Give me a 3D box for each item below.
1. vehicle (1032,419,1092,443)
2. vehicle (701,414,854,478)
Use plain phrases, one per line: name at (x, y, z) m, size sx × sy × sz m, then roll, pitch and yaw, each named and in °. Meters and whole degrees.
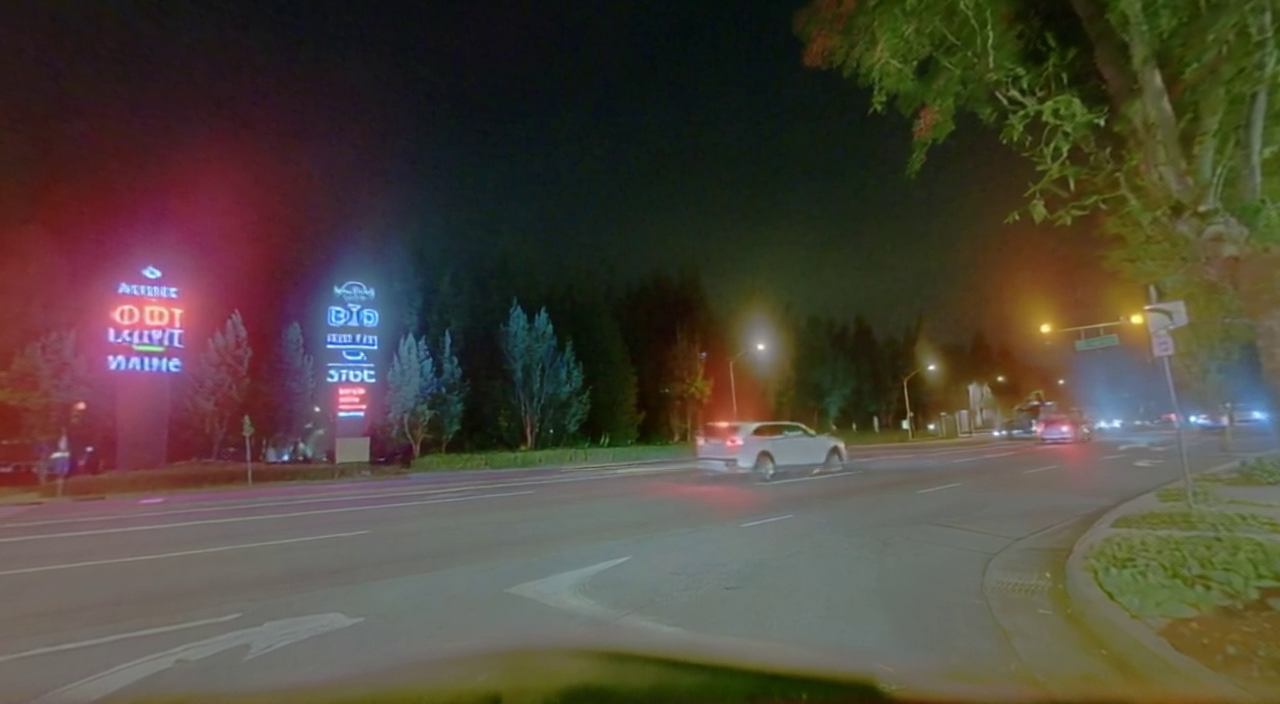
vehicle at (27.690, 5.197, 41.411) m, size 4.442 × 1.458 × 1.902 m, roll 7°, pitch -11°, yaw -39°
vehicle at (3.858, 2.600, 17.458) m, size 4.182 × 1.536 × 1.885 m, roll 7°, pitch -11°, yaw -38°
